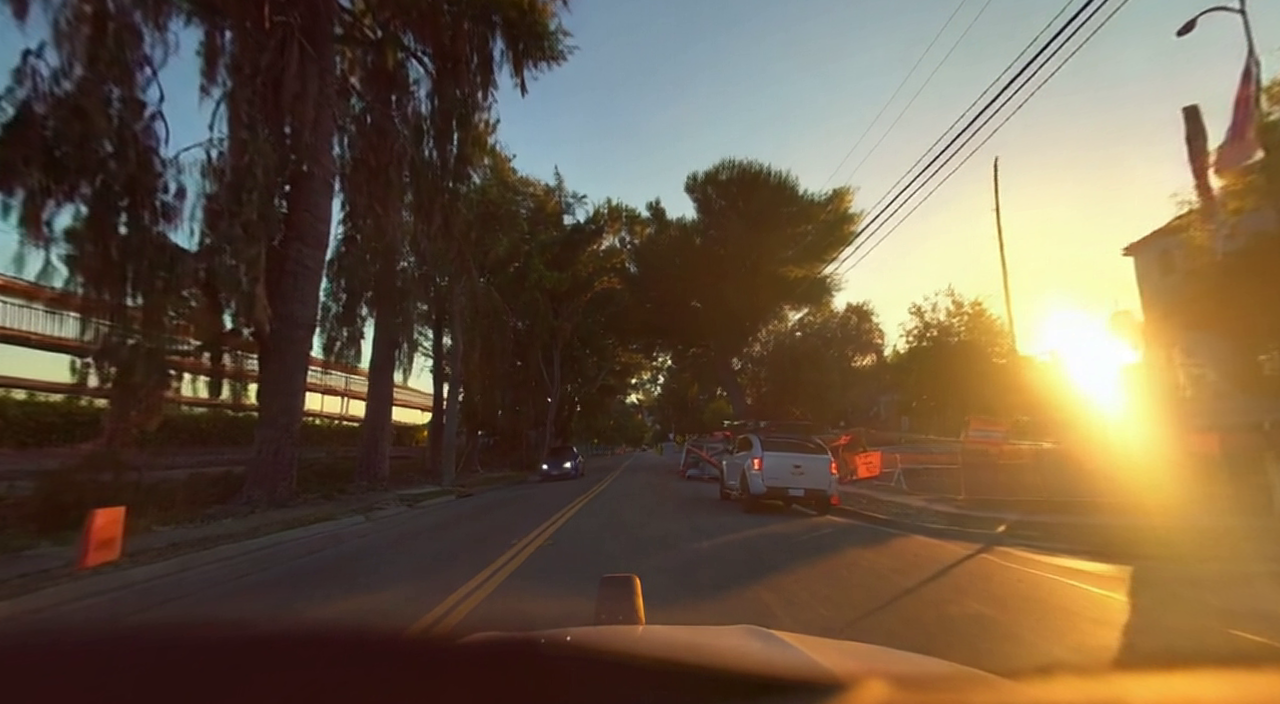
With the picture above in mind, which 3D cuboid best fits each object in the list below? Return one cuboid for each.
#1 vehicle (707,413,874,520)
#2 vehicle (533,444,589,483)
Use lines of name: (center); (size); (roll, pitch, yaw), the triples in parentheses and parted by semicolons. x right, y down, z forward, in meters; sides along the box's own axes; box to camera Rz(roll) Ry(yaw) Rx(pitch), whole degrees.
vehicle: (3.357, 2.786, 15.865); (2.759, 2.114, 6.152); (0, -9, 1)
vehicle: (-3.658, 5.270, 30.121); (2.078, 1.716, 4.367); (0, -9, 1)
